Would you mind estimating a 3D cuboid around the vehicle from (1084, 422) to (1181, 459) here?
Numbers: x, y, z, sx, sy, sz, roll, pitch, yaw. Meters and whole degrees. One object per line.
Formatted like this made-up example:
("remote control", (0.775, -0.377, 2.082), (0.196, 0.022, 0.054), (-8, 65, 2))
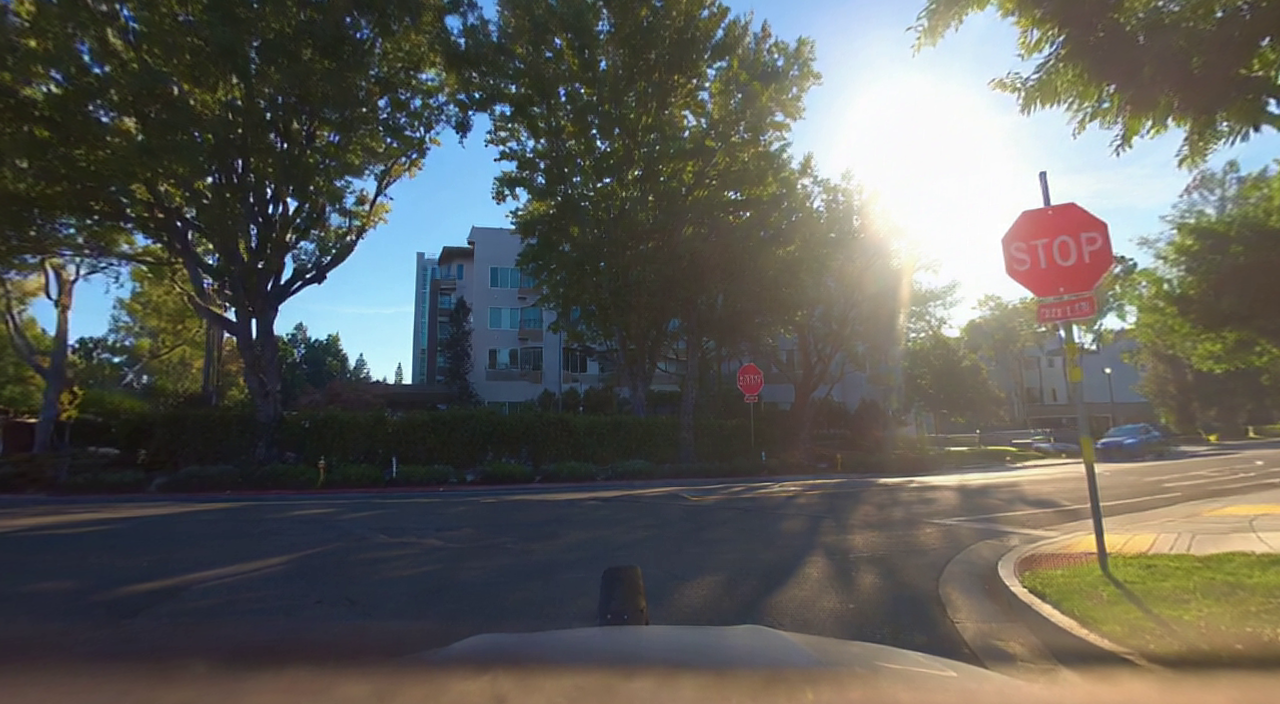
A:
("vehicle", (21.549, 3.888, 27.526), (4.473, 1.474, 2.108), (6, -10, -36))
